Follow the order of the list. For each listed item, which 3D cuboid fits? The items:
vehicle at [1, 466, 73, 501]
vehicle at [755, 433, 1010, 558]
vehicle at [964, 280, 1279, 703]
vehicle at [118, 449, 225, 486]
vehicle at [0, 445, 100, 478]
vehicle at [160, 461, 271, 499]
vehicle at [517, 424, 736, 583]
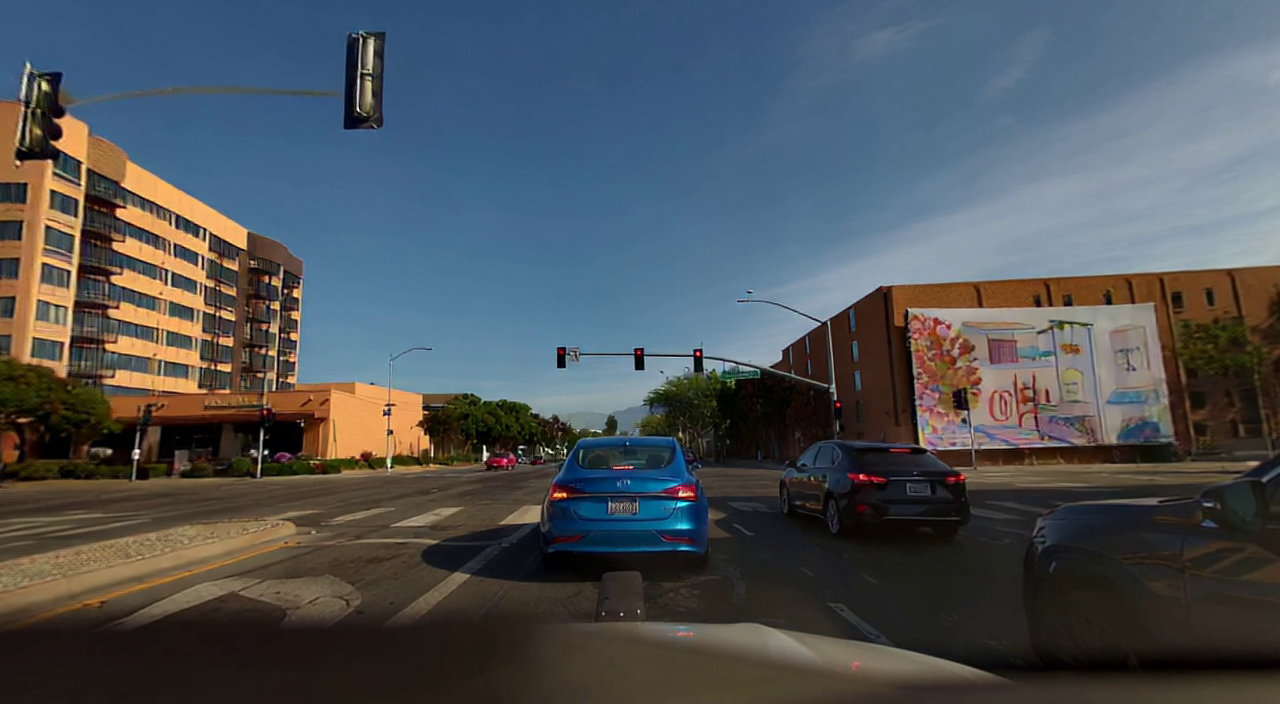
[{"bbox_3d":[-27.999,6.077,29.451,1.972,1.433,4.324,8,-12,-39],"label":"vehicle"},{"bbox_3d":[3.227,1.995,9.593,2.009,1.414,4.416,0,-8,-2],"label":"vehicle"},{"bbox_3d":[3.000,0.622,1.575,2.047,1.785,4.357,0,-8,0],"label":"vehicle"},{"bbox_3d":[-27.481,6.754,37.360,2.300,1.932,5.056,-1,-8,2],"label":"vehicle"},{"bbox_3d":[-35.480,6.516,37.473,2.145,1.797,5.198,-1,-10,1],"label":"vehicle"},{"bbox_3d":[-19.076,5.762,28.703,1.942,1.453,4.448,0,-9,0],"label":"vehicle"},{"bbox_3d":[-0.140,1.740,8.065,2.095,1.502,3.873,0,-8,0],"label":"vehicle"}]
